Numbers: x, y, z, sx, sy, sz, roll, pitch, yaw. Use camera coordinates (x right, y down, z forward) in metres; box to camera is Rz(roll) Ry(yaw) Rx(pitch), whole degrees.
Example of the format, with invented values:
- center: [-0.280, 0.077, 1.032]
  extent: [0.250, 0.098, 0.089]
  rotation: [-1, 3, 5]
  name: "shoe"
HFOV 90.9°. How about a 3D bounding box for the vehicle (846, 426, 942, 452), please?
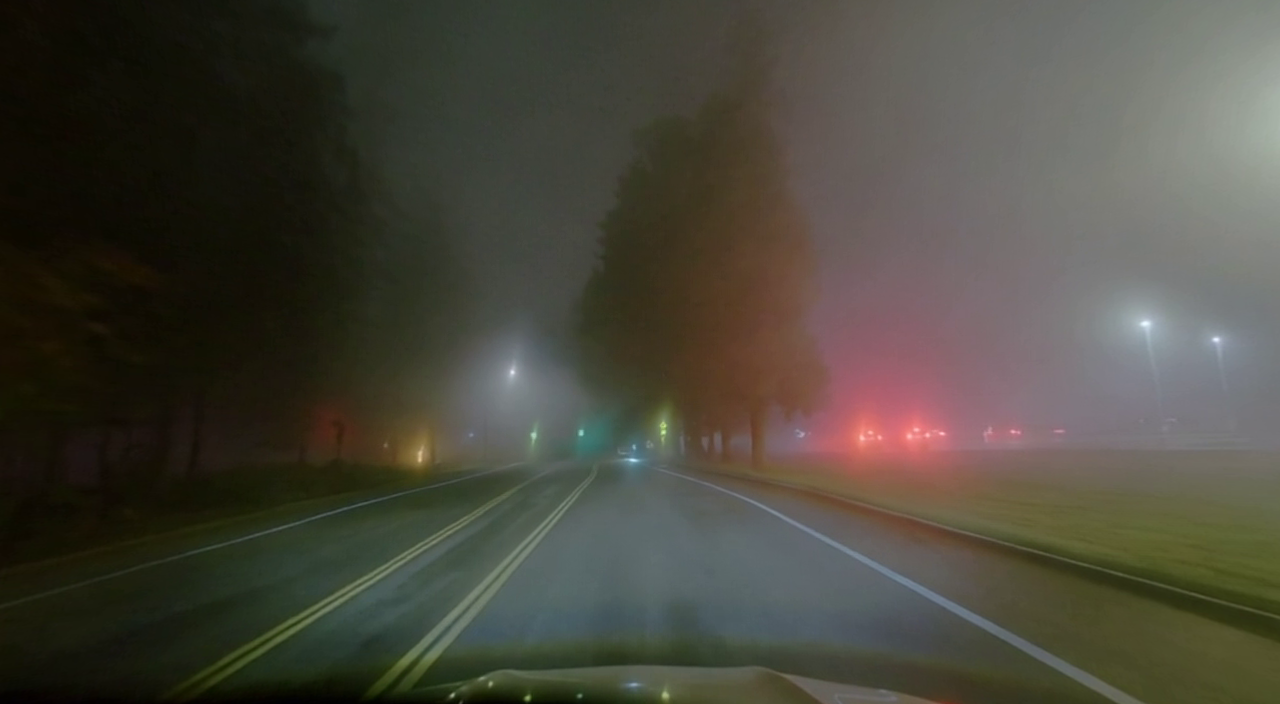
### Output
- center: [14.789, 5.094, 36.831]
  extent: [4.744, 1.476, 1.926]
  rotation: [0, -8, -5]
  name: "vehicle"
